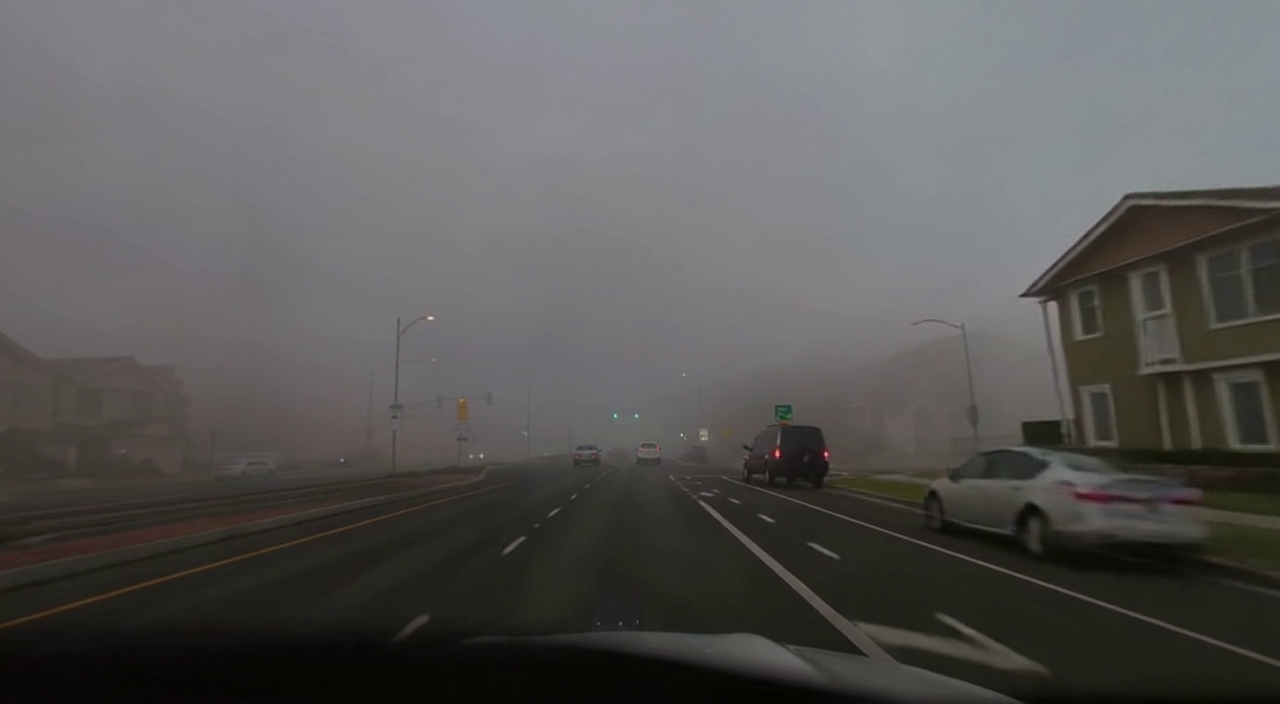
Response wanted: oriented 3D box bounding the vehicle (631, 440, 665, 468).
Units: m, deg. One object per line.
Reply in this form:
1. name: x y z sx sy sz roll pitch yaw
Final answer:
1. vehicle: 0.501 7.240 44.845 2.273 1.851 5.075 0 -9 -1

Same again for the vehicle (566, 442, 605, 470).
1. vehicle: -3.720 7.165 43.773 2.233 1.775 4.491 0 -9 1

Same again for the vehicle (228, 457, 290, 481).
1. vehicle: -25.958 7.983 43.199 1.796 1.511 3.879 0 -9 -1

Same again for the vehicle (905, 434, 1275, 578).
1. vehicle: 5.784 1.985 9.033 1.910 1.520 4.375 0 -9 -3

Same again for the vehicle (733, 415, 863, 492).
1. vehicle: 5.452 3.728 23.481 2.763 2.329 7.864 0 -9 0
